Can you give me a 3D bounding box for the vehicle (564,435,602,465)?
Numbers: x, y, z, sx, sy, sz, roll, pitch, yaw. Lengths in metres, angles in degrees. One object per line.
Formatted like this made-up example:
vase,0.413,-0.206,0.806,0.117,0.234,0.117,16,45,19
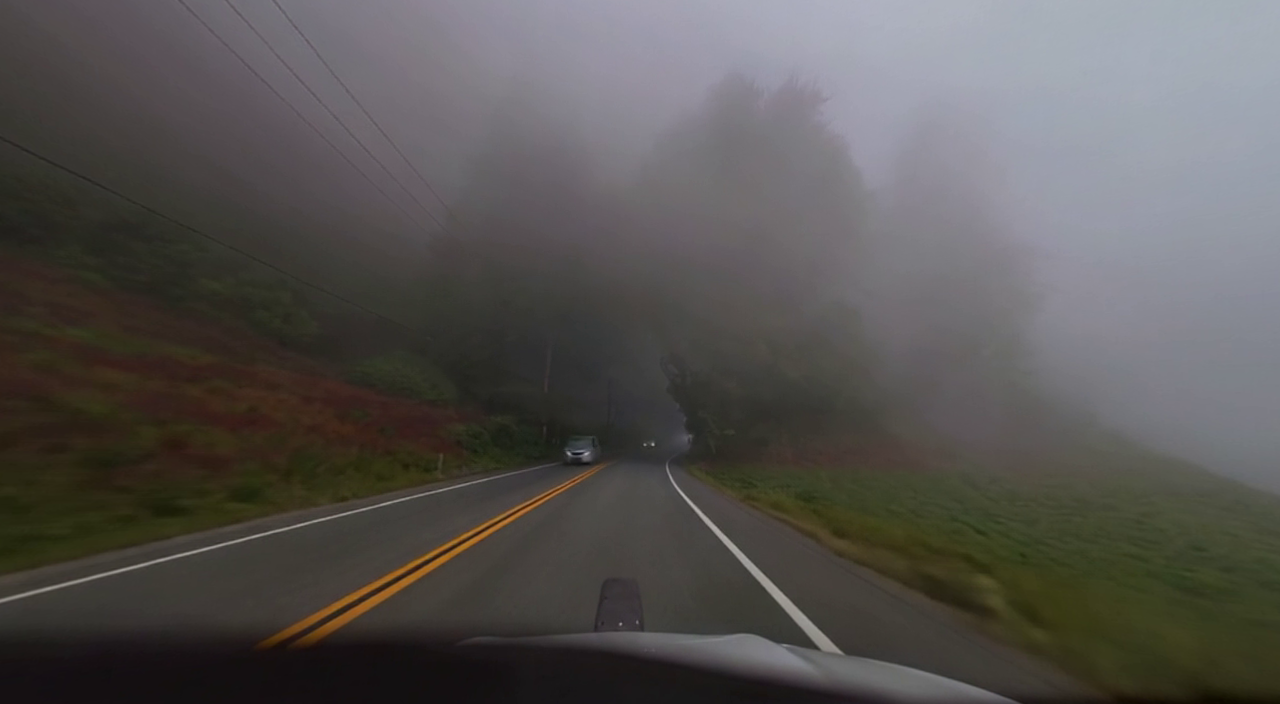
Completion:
vehicle,-3.780,6.595,42.622,1.997,1.874,4.269,-1,-9,2
